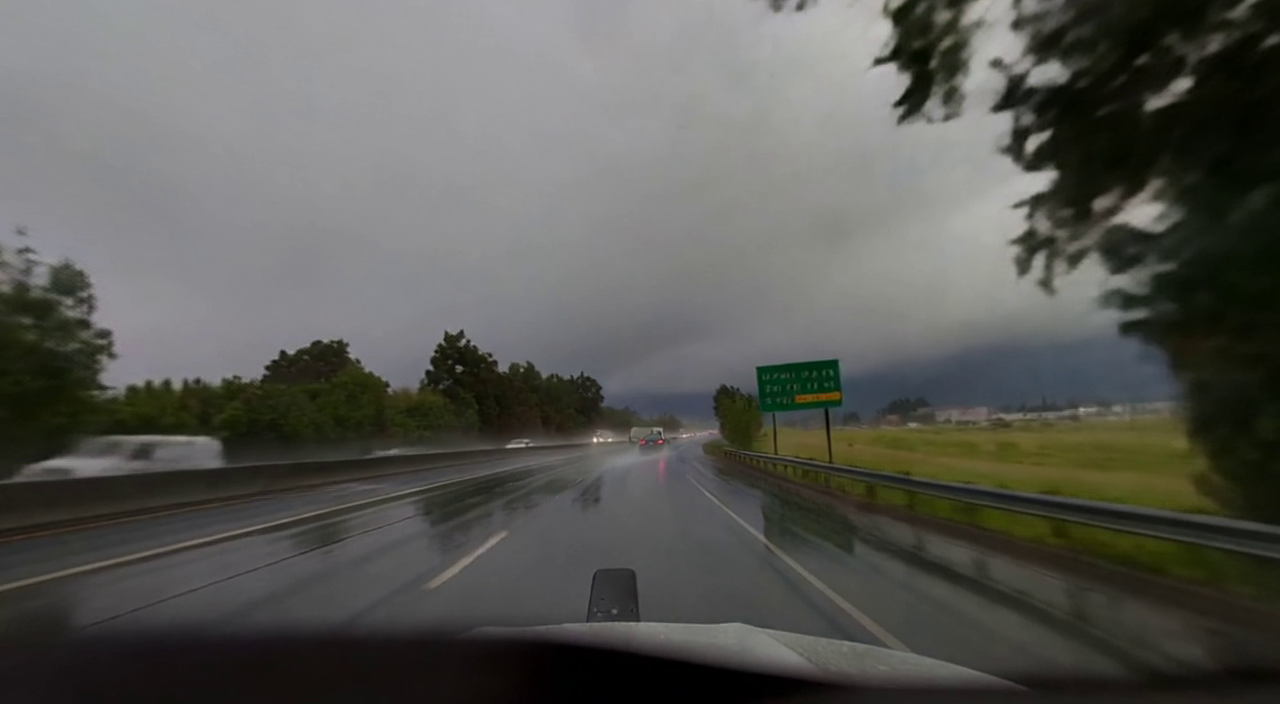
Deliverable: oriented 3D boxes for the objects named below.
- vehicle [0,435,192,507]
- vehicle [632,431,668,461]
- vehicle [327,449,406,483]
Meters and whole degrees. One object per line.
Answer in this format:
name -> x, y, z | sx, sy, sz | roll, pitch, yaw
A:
vehicle -> -17.243, 3.700, 20.200 | 2.073, 2.006, 4.772 | -1, -8, 1
vehicle -> 0.677, 6.134, 41.325 | 2.188, 1.825, 4.282 | -1, -8, 1
vehicle -> -13.017, 5.419, 30.236 | 1.865, 1.444, 4.278 | 0, -8, 0
